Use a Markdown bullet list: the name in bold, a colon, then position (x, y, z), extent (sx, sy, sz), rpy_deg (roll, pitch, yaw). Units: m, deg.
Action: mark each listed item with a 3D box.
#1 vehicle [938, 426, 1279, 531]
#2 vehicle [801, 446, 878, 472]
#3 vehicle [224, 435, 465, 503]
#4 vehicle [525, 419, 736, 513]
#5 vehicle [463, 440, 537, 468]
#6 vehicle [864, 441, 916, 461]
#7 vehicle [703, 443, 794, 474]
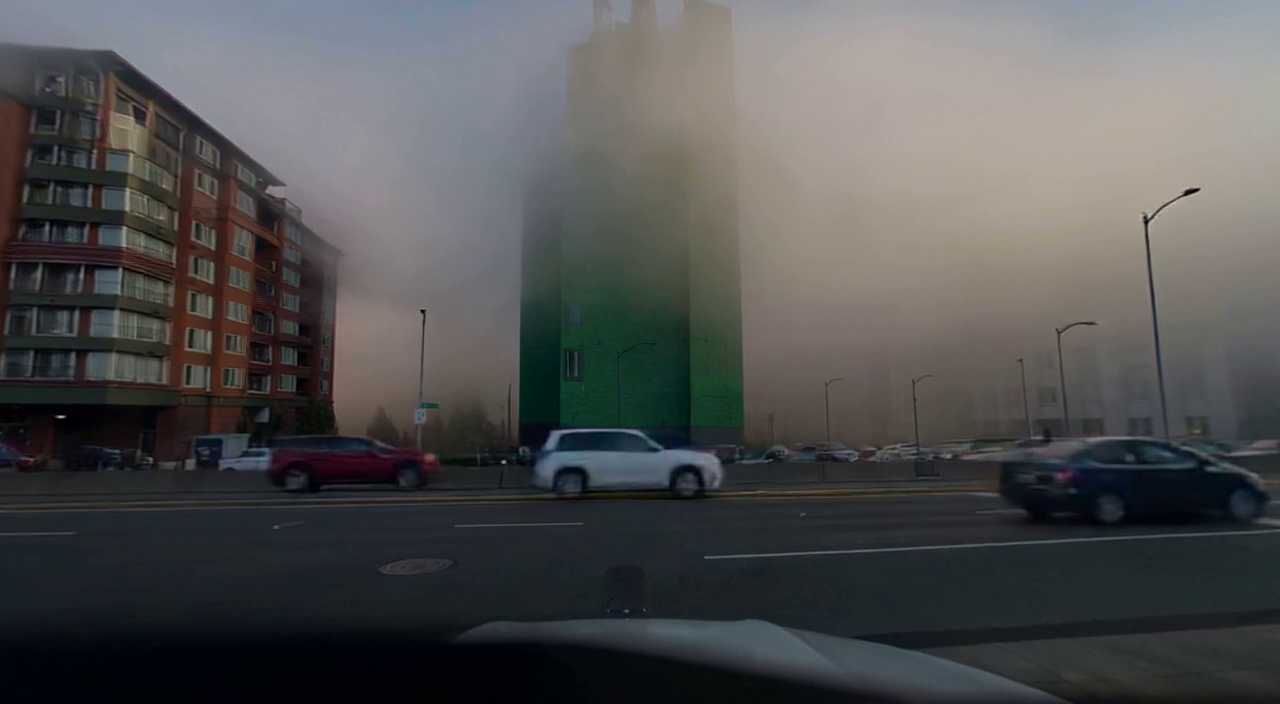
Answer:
- **vehicle**: position (7.896, 2.067, 10.739), extent (4.685, 1.528, 2.014), rpy_deg (1, -9, -9)
- **vehicle**: position (12.606, 6.769, 39.971), extent (4.215, 1.575, 1.884), rpy_deg (2, -9, -12)
- **vehicle**: position (-6.800, 2.747, 15.066), extent (4.795, 1.465, 1.882), rpy_deg (1, -9, -8)
- **vehicle**: position (-0.279, 2.269, 12.837), extent (4.011, 1.697, 1.857), rpy_deg (1, -9, -10)
- **vehicle**: position (-10.291, 7.500, 46.474), extent (4.920, 1.956, 1.865), rpy_deg (-2, -9, 14)
- **vehicle**: position (19.644, 7.796, 49.697), extent (2.133, 1.494, 4.108), rpy_deg (1, -8, -5)
- **vehicle**: position (6.612, 6.519, 38.708), extent (5.127, 1.803, 2.011), rpy_deg (1, -9, -9)
